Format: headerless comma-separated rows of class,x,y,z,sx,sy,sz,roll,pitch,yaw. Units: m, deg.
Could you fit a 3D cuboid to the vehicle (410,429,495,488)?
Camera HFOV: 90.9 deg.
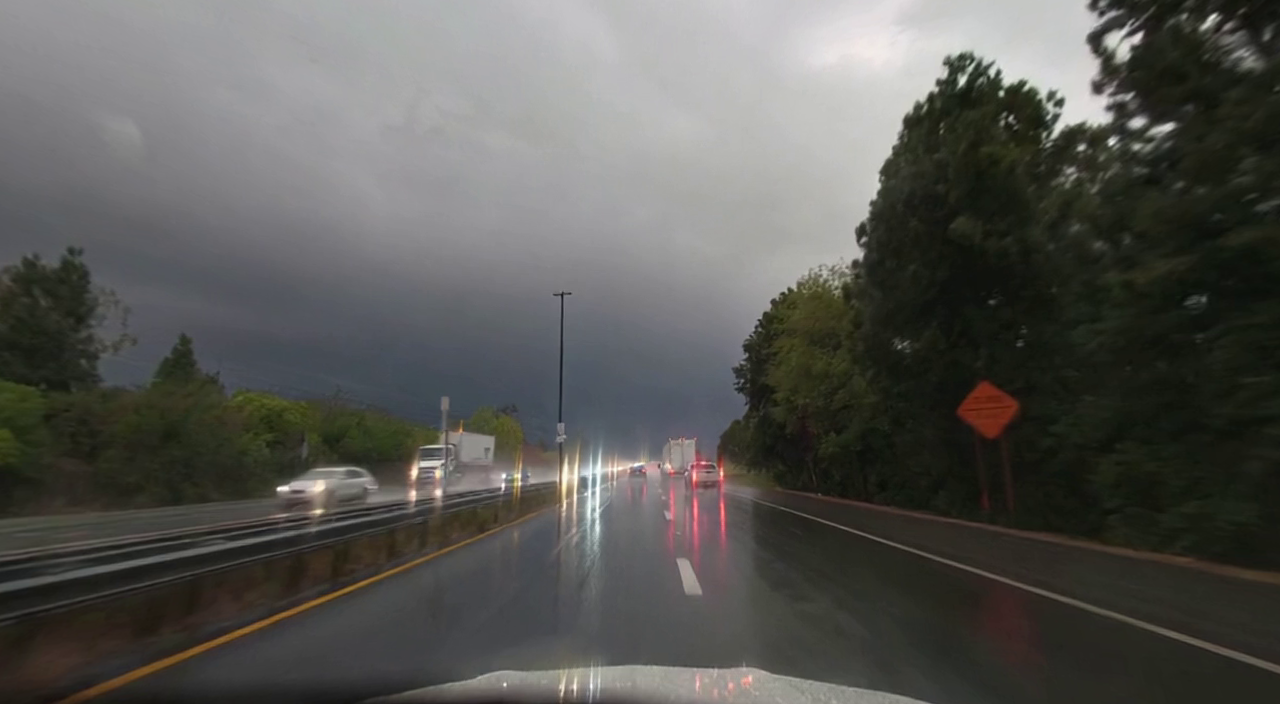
vehicle,-13.976,8.219,48.109,2.926,3.944,10.427,0,-10,2

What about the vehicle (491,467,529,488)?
vehicle,-9.578,9.264,46.768,1.881,1.438,3.903,0,-10,2

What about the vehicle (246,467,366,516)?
vehicle,-10.767,4.510,20.664,1.830,1.411,3.720,1,-10,1

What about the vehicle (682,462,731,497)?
vehicle,3.366,6.584,32.774,2.124,1.662,4.641,1,-10,1
